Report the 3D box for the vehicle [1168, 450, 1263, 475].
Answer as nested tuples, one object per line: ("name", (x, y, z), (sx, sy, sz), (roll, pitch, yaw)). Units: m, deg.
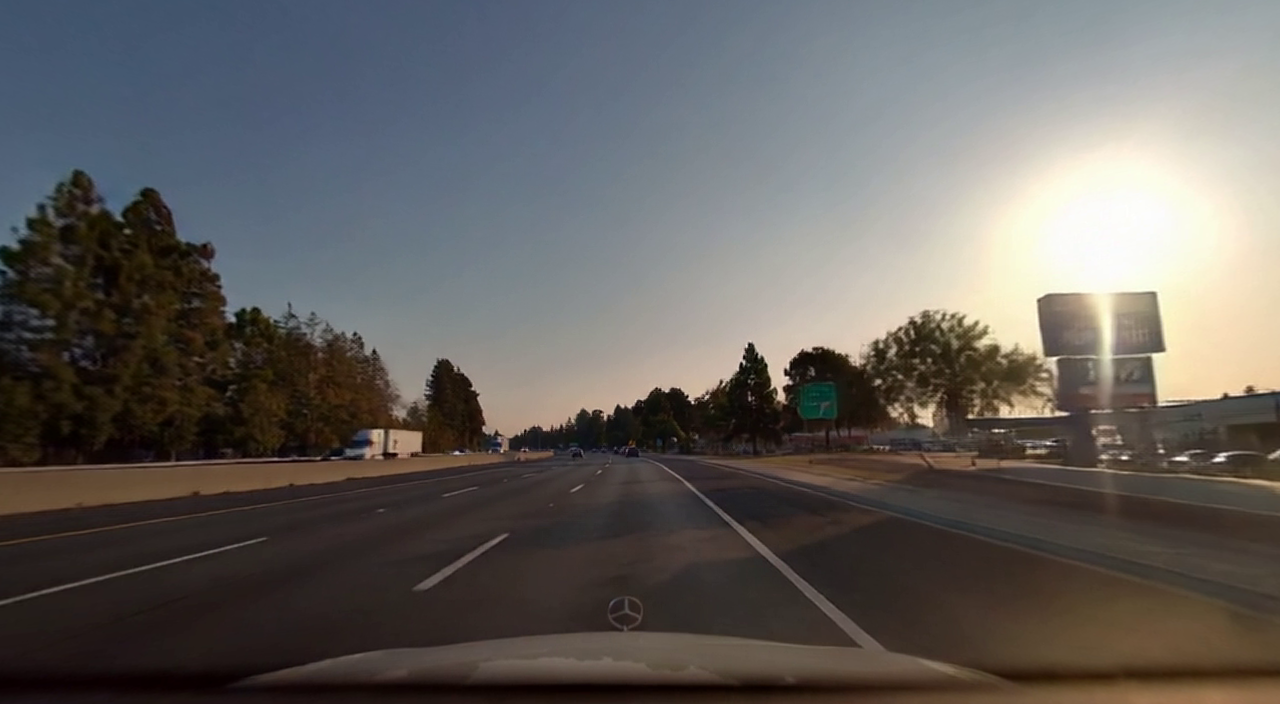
("vehicle", (42.745, 8.201, 46.958), (4.689, 1.732, 2.075), (-2, -8, 12))
